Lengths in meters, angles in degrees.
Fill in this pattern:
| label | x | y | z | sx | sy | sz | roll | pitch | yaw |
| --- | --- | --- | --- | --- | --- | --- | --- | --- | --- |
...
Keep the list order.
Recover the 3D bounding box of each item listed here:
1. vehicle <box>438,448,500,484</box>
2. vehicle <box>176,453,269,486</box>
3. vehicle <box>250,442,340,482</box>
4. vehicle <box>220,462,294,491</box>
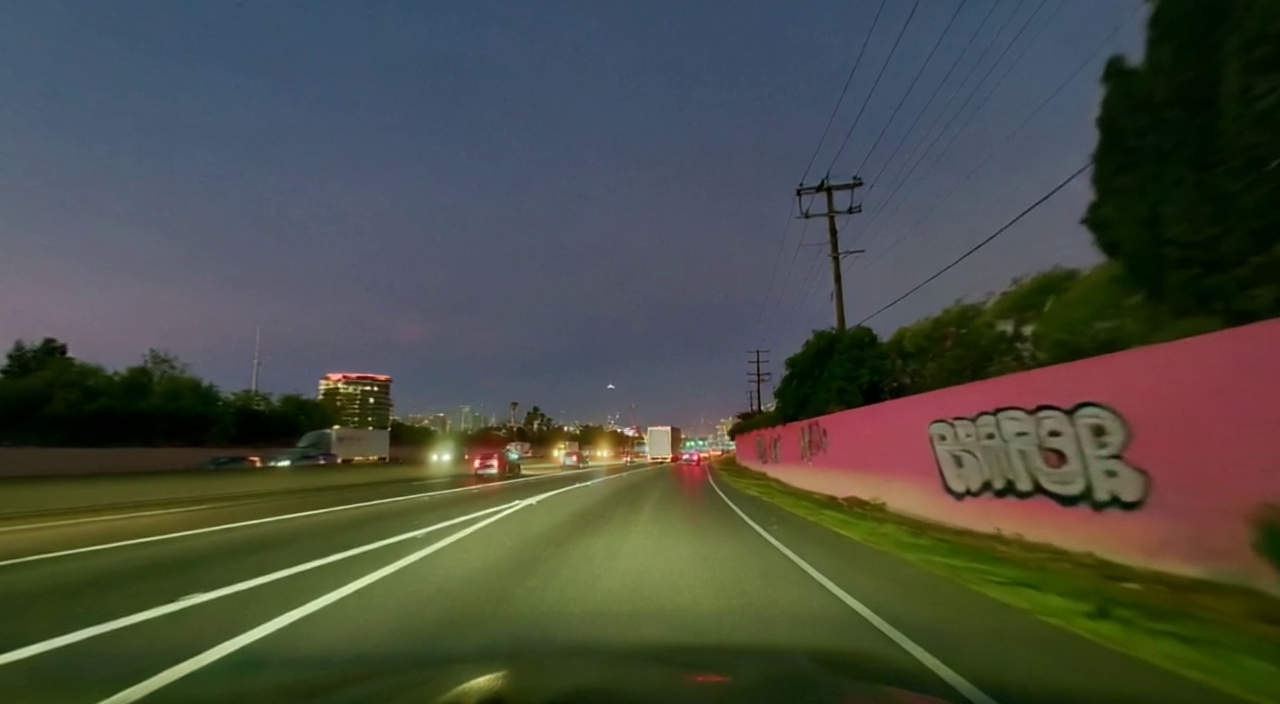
| label | x | y | z | sx | sy | sz | roll | pitch | yaw |
| --- | --- | --- | --- | --- | --- | --- | --- | --- | --- |
| vehicle | -7.440 | 4.974 | 27.659 | 1.708 | 1.489 | 2.840 | -1 | -9 | 6 |
| vehicle | -23.676 | 6.648 | 35.943 | 2.075 | 1.694 | 4.379 | -1 | -9 | 4 |
| vehicle | -23.009 | 7.346 | 42.367 | 2.521 | 2.525 | 5.345 | -2 | -9 | 7 |
| vehicle | -20.009 | 6.510 | 33.068 | 1.551 | 1.343 | 3.308 | -1 | -9 | 6 |
